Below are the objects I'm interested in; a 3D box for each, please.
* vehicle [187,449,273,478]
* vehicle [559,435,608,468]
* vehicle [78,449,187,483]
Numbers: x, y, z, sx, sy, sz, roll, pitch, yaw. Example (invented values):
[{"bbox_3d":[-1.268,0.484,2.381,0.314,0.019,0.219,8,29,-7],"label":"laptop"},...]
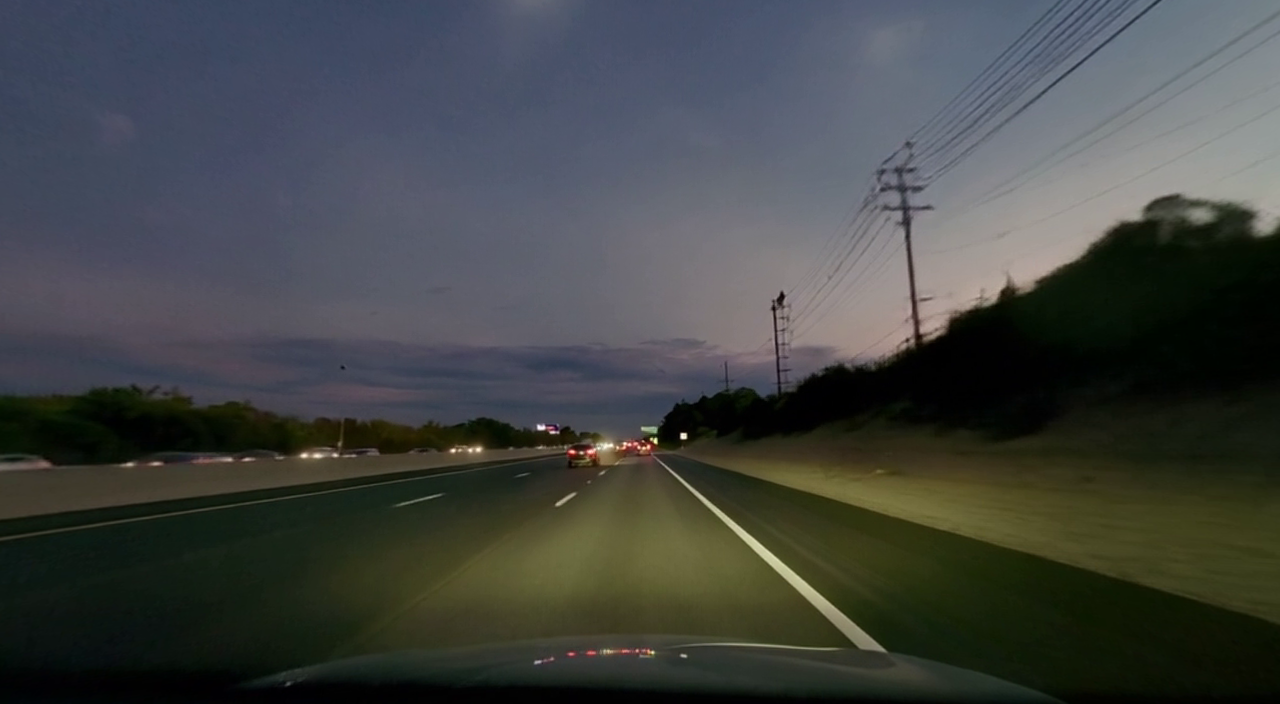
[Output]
[{"bbox_3d":[-24.353,6.613,37.650,1.955,1.650,4.628,0,-9,1],"label":"vehicle"},{"bbox_3d":[-3.560,6.426,40.700,2.577,1.939,5.408,0,-9,1],"label":"vehicle"},{"bbox_3d":[-27.989,6.247,34.953,2.019,1.725,4.739,0,-9,1],"label":"vehicle"}]
